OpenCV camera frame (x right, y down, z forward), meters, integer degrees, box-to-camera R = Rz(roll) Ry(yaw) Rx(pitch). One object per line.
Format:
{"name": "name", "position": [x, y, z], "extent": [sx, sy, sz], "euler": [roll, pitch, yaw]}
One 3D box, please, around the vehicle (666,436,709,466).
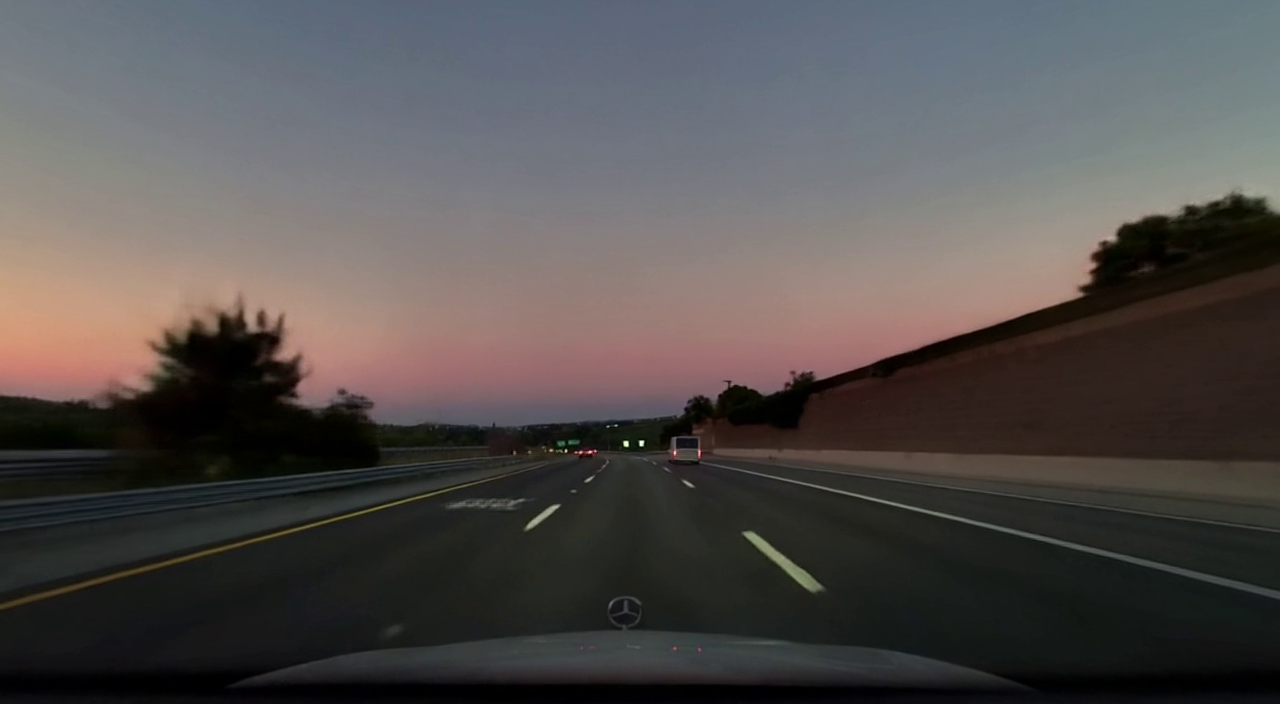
{"name": "vehicle", "position": [3.104, 6.538, 41.775], "extent": [2.233, 1.861, 4.494], "euler": [1, -8, -3]}
